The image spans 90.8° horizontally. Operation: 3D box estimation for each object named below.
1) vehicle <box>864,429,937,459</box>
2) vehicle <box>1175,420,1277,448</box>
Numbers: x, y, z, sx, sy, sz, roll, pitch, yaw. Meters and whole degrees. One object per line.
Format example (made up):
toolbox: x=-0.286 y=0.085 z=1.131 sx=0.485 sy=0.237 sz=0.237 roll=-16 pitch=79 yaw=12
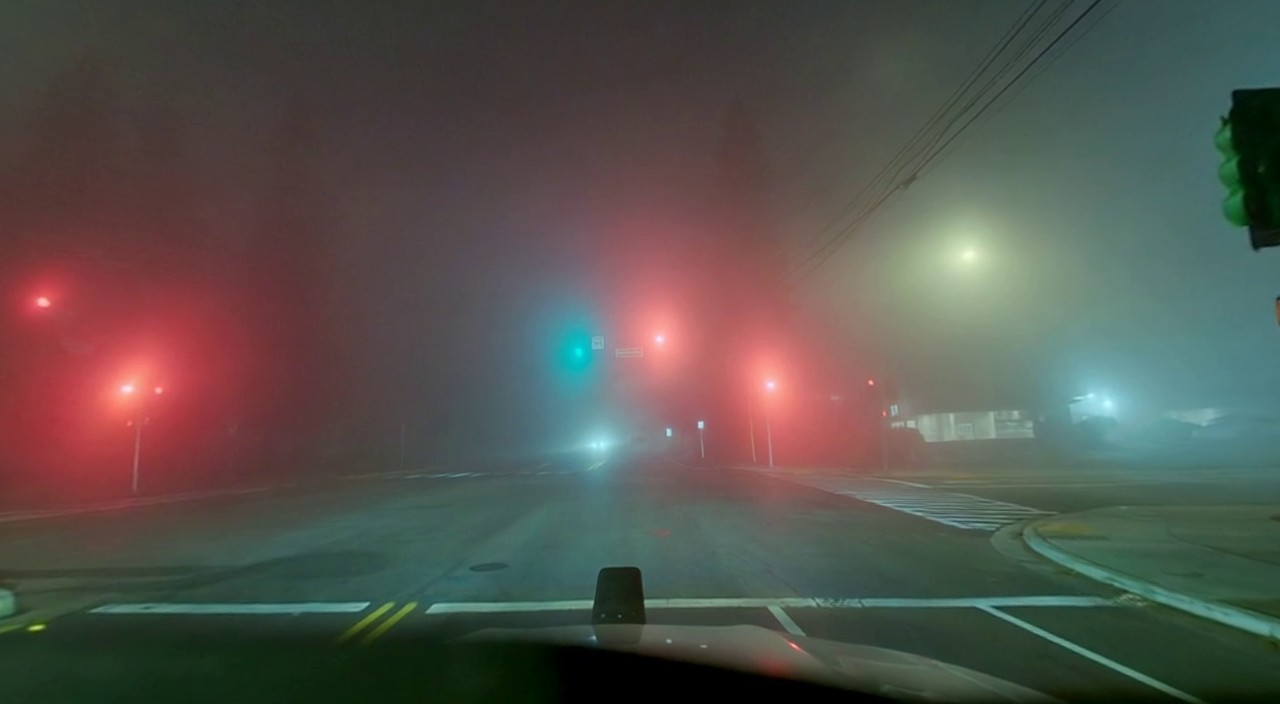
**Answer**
vehicle: x=14.959 y=5.335 z=36.573 sx=1.959 sy=1.471 sz=4.570 roll=-4 pitch=-8 yaw=-5
vehicle: x=34.096 y=4.818 z=36.939 sx=1.832 sy=1.521 sz=4.266 roll=0 pitch=-9 yaw=0
